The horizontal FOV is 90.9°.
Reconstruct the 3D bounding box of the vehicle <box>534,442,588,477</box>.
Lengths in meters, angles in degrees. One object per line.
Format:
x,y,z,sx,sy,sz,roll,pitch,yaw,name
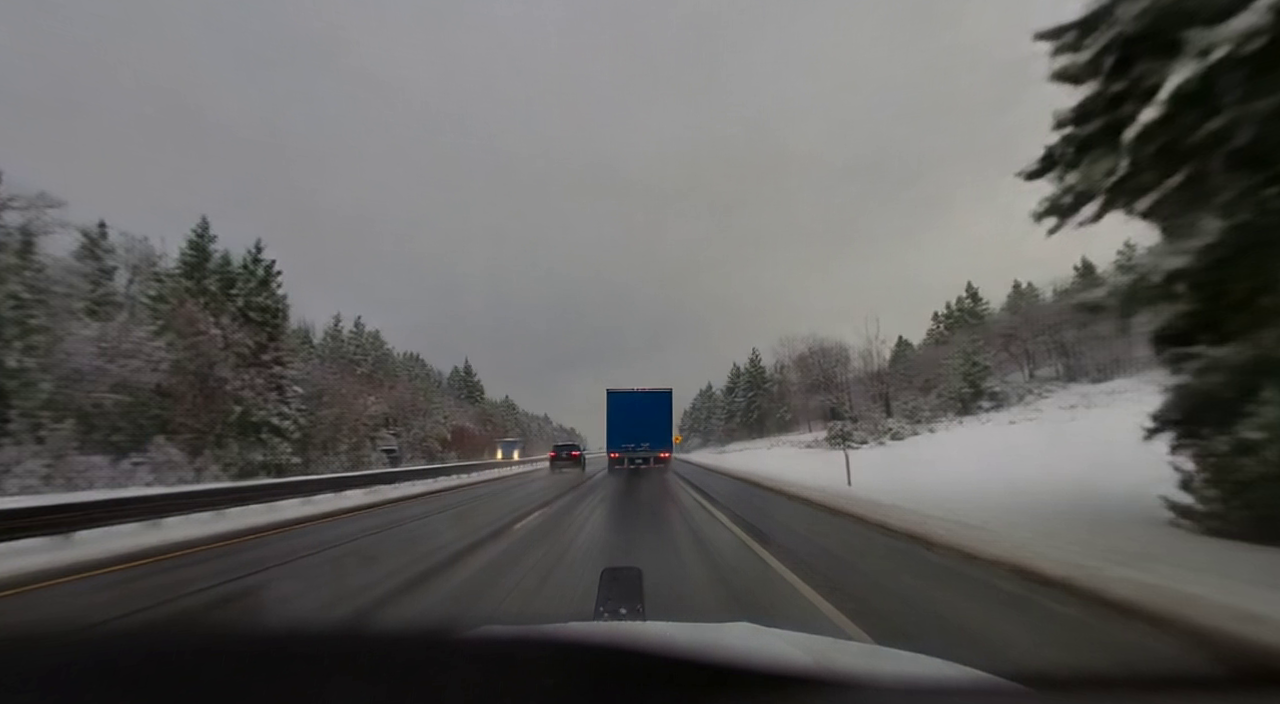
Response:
-3.904,5.418,31.963,2.160,1.661,4.388,0,-9,1,vehicle

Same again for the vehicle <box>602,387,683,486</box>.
-0.003,3.718,27.141,2.913,3.530,8.648,0,-9,-1,vehicle
